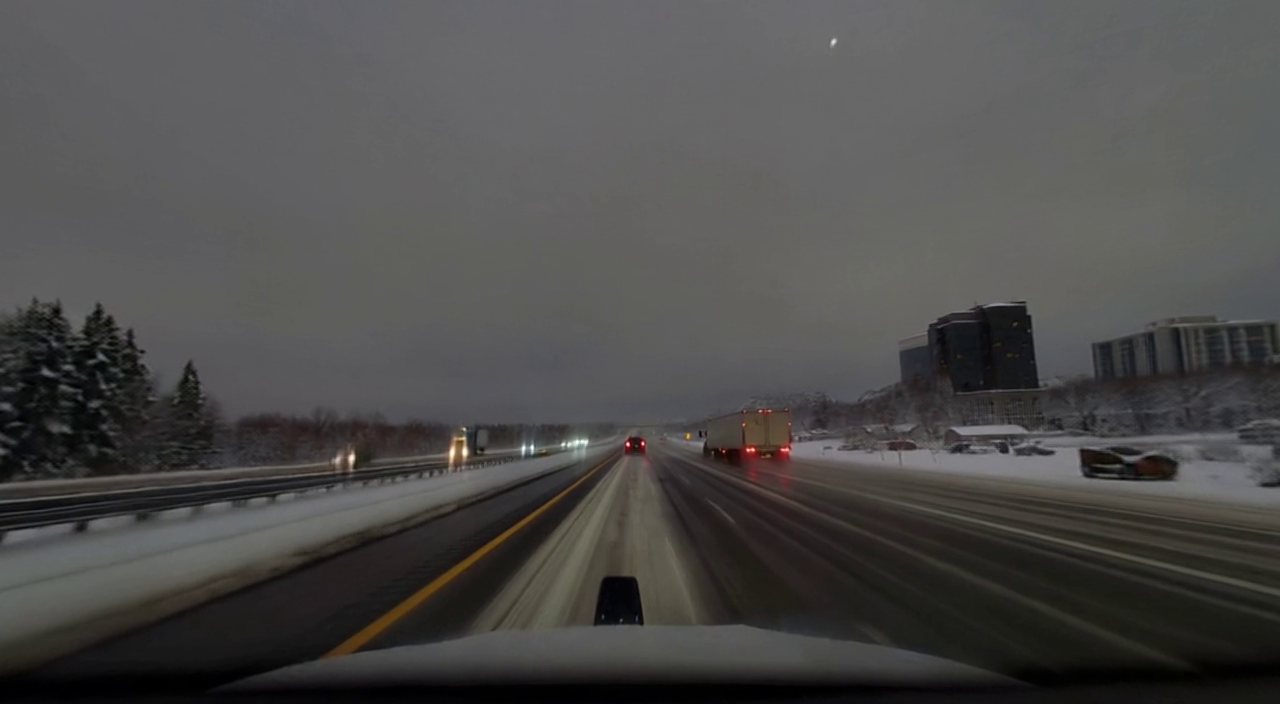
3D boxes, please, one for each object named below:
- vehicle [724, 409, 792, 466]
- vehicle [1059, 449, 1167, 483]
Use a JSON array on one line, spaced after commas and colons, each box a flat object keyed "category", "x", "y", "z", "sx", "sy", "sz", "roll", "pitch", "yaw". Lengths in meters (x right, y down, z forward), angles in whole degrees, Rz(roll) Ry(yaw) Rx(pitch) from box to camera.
[{"category": "vehicle", "x": 7.198, "y": 5.392, "z": 39.575, "sx": 2.793, "sy": 3.204, "sz": 7.997, "roll": 0, "pitch": -8, "yaw": 1}, {"category": "vehicle", "x": 33.577, "y": 8.091, "z": 45.208, "sx": 2.586, "sy": 2.046, "sz": 6.710, "roll": -3, "pitch": -8, "yaw": 1}]
